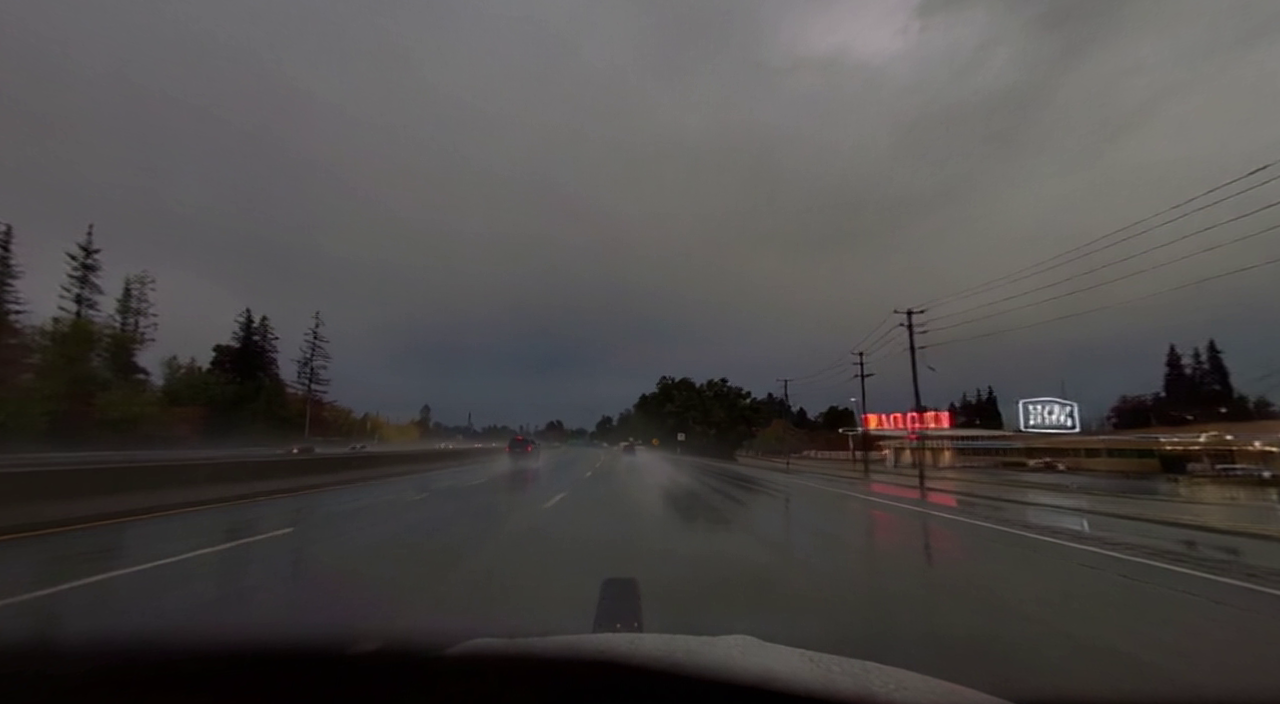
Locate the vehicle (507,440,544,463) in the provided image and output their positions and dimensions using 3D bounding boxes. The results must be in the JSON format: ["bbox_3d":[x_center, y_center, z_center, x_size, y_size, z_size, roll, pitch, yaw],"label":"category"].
[{"bbox_3d":[-8.681,7.547,48.081,2.053,1.682,4.423,0,-8,-1],"label":"vehicle"}]
